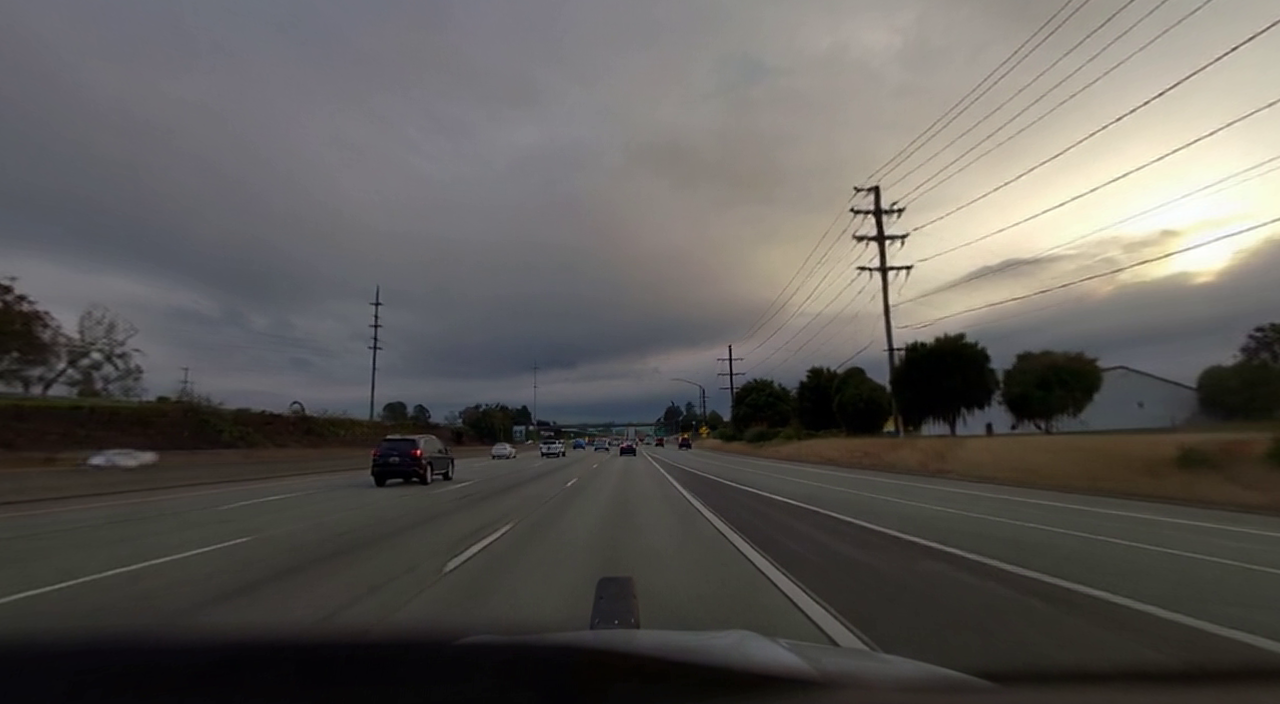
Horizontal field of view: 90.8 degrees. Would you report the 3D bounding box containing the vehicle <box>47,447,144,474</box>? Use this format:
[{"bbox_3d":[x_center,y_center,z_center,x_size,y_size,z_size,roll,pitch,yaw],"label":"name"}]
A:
[{"bbox_3d":[-34.222,6.821,39.921,1.885,1.547,4.757,0,-9,0],"label":"vehicle"}]

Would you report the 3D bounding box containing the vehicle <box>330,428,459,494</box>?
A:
[{"bbox_3d":[-7.599,3.420,20.273,2.115,1.799,5.444,0,-9,-2],"label":"vehicle"}]
